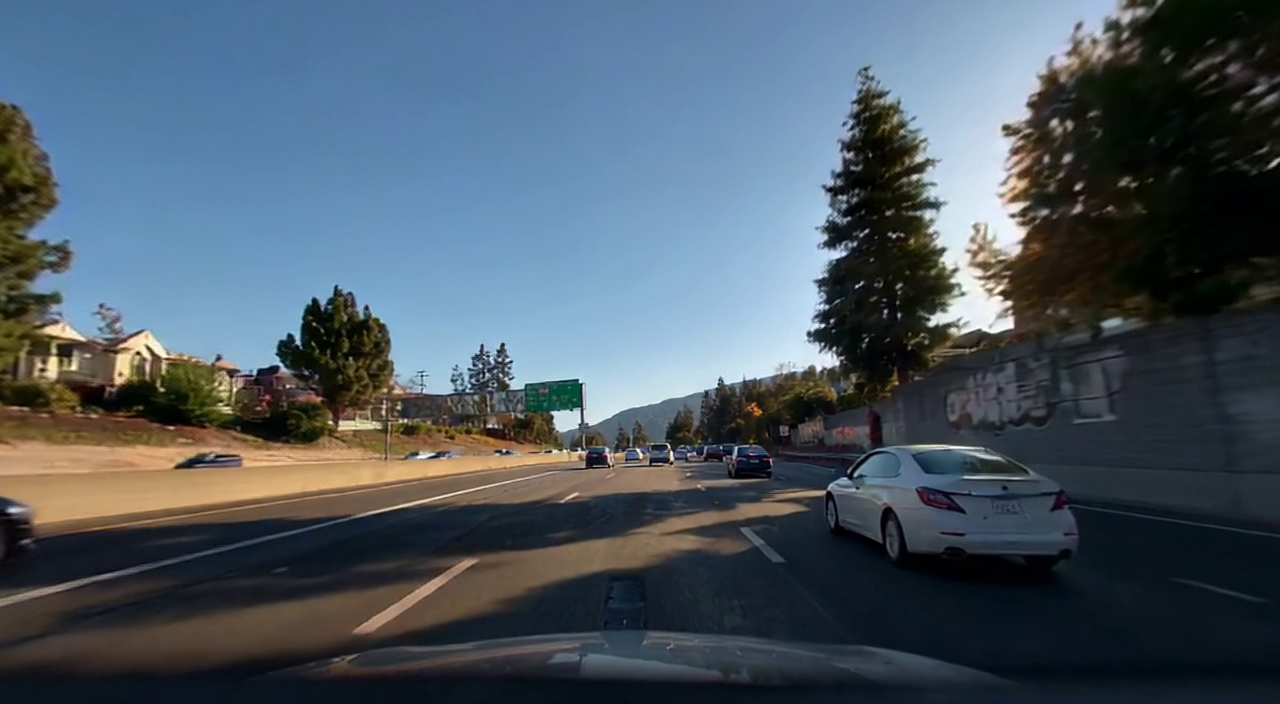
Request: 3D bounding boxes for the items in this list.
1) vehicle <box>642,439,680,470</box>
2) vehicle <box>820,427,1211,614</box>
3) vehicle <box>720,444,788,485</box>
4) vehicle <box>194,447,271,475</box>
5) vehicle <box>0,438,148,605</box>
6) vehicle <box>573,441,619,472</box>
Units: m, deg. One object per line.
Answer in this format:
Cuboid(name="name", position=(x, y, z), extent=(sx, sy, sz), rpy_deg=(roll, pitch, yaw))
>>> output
Cuboid(name="vehicle", position=(1.295, 6.168, 38.110), extent=(2.183, 1.764, 4.134), rpy_deg=(0, -8, 3))
Cuboid(name="vehicle", position=(3.688, 1.693, 7.360), extent=(1.912, 1.509, 4.291), rpy_deg=(0, -8, 0))
Cuboid(name="vehicle", position=(4.231, 4.229, 24.049), extent=(1.854, 1.438, 3.954), rpy_deg=(0, -8, 0))
Cuboid(name="vehicle", position=(-25.950, 6.950, 40.370), extent=(1.827, 1.654, 4.388), rpy_deg=(0, -8, 2))
Cuboid(name="vehicle", position=(-6.849, 1.454, 5.155), extent=(2.050, 1.507, 4.375), rpy_deg=(0, -8, 1))
Cuboid(name="vehicle", position=(-2.570, 6.270, 38.041), extent=(2.070, 1.740, 4.678), rpy_deg=(-1, -8, 4))
